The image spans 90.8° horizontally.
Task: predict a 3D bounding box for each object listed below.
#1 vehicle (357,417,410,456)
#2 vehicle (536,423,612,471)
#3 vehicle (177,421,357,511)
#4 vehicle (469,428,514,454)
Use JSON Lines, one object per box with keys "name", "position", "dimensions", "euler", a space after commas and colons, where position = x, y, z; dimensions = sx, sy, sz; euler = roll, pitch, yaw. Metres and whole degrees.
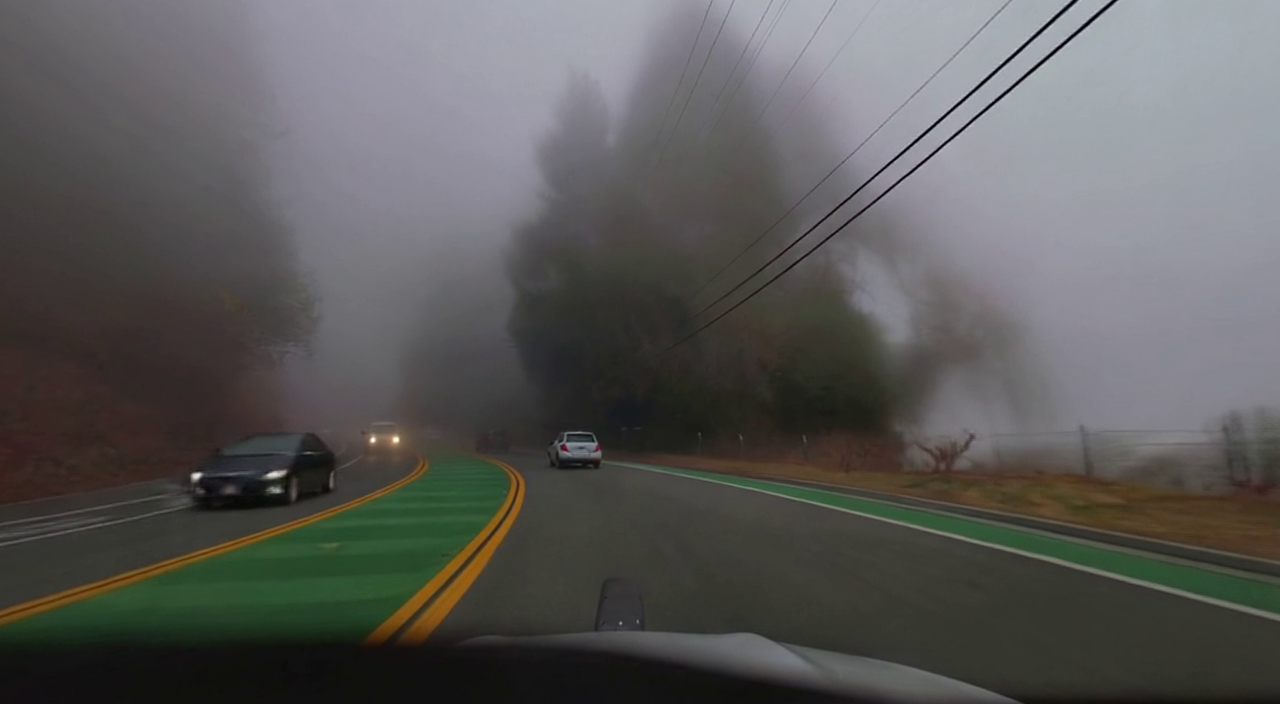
{"name": "vehicle", "position": [-14.789, 4.929, 36.683], "dimensions": [2.524, 2.051, 5.963], "euler": [3, -9, -20]}
{"name": "vehicle", "position": [-2.817, 3.907, 26.081], "dimensions": [2.140, 1.767, 4.720], "euler": [3, -9, -18]}
{"name": "vehicle", "position": [-8.041, 2.474, 14.168], "dimensions": [2.000, 1.683, 4.115], "euler": [1, -8, -9]}
{"name": "vehicle", "position": [-10.501, 6.268, 44.341], "dimensions": [2.075, 1.699, 4.520], "euler": [4, -9, -25]}
